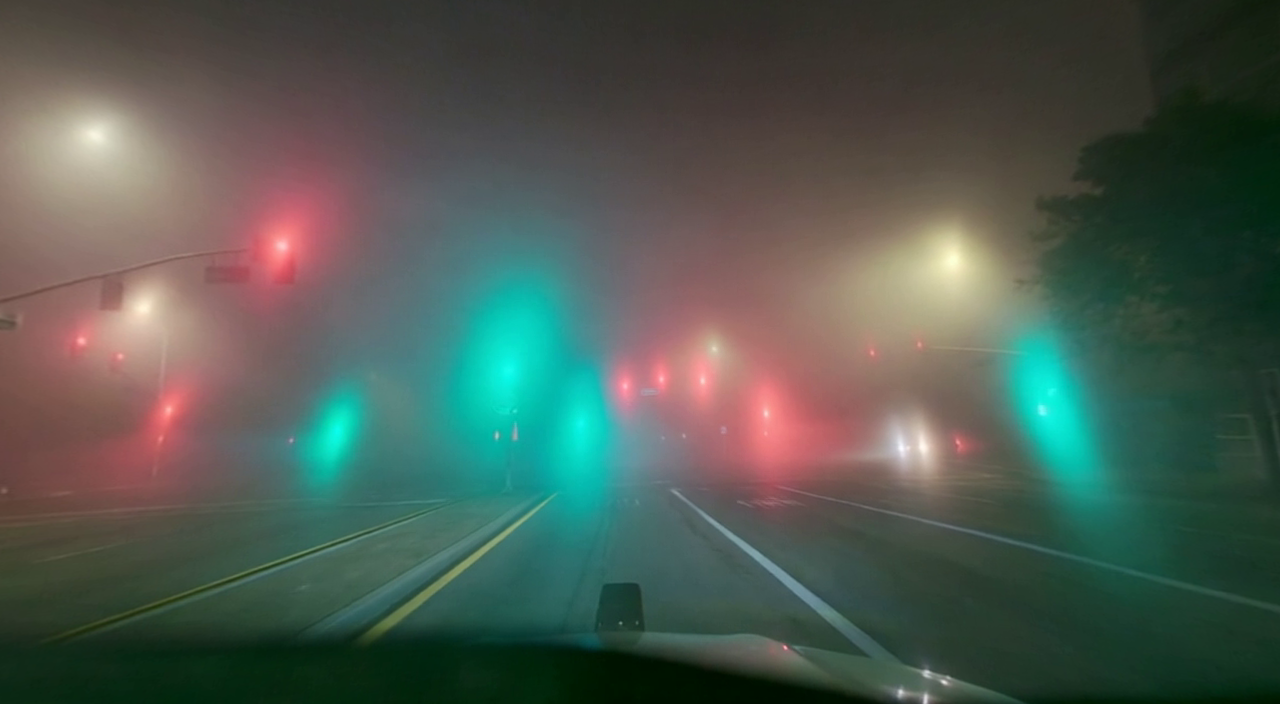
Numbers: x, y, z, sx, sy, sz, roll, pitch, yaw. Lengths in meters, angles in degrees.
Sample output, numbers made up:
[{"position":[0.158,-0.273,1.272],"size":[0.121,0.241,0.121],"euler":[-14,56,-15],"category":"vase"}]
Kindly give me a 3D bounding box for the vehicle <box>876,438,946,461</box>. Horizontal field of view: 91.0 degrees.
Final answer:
[{"position":[20.491,7.347,47.540],"size":[4.769,1.634,1.884],"euler":[3,-9,-21],"category":"vehicle"}]
